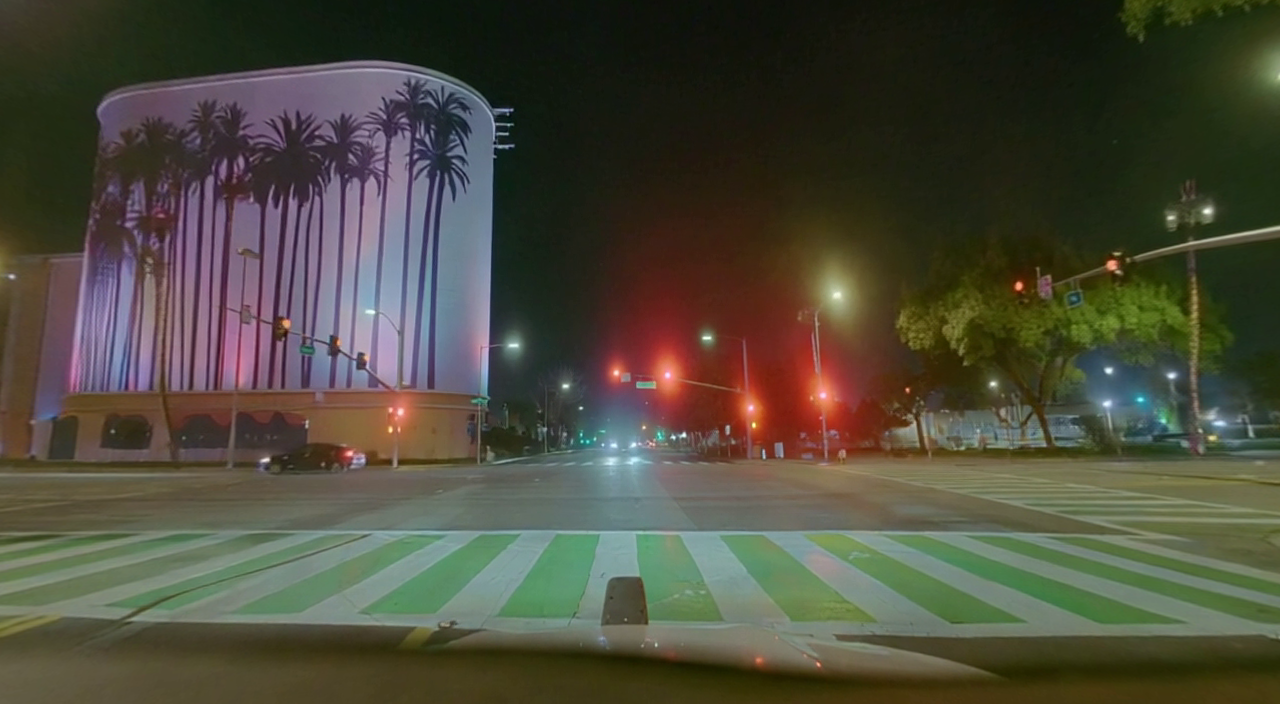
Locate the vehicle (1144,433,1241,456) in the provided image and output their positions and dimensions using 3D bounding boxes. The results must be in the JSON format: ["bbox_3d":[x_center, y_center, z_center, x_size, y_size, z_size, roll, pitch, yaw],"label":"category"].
[{"bbox_3d":[36.152,6.043,41.305,4.606,1.449,1.687,0,-8,2],"label":"vehicle"}]

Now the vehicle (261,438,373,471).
[{"bbox_3d":[-19.194,6.109,37.659,5.477,1.880,2.125,0,-8,1],"label":"vehicle"}]

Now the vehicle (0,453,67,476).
[{"bbox_3d":[-41.663,7.606,42.768,3.698,1.508,1.779,0,-8,1],"label":"vehicle"}]

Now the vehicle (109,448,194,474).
[{"bbox_3d":[-33.074,7.395,42.752,4.136,1.661,1.857,0,-8,1],"label":"vehicle"}]
